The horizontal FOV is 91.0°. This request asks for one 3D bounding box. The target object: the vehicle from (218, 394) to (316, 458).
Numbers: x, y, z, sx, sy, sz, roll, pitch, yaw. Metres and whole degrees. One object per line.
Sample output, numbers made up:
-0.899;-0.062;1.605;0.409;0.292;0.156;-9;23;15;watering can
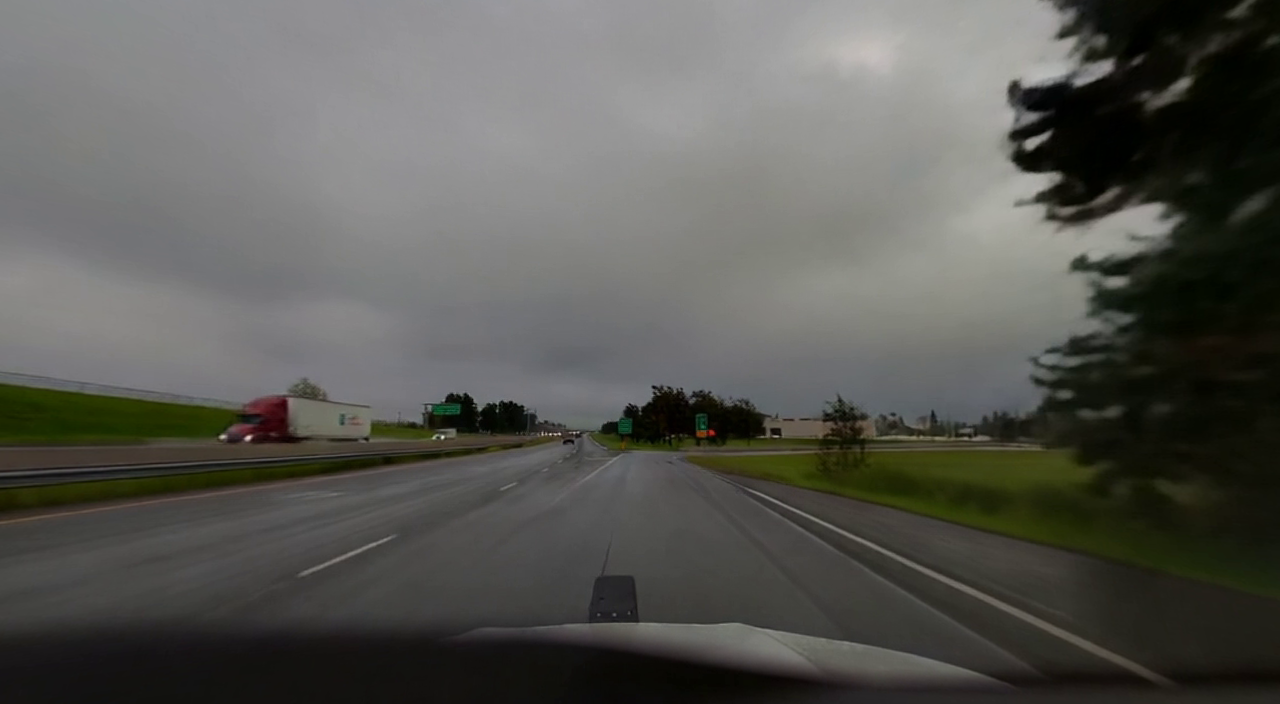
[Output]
-24.441;4.959;41.651;2.990;3.898;5.964;1;-8;-4;vehicle
